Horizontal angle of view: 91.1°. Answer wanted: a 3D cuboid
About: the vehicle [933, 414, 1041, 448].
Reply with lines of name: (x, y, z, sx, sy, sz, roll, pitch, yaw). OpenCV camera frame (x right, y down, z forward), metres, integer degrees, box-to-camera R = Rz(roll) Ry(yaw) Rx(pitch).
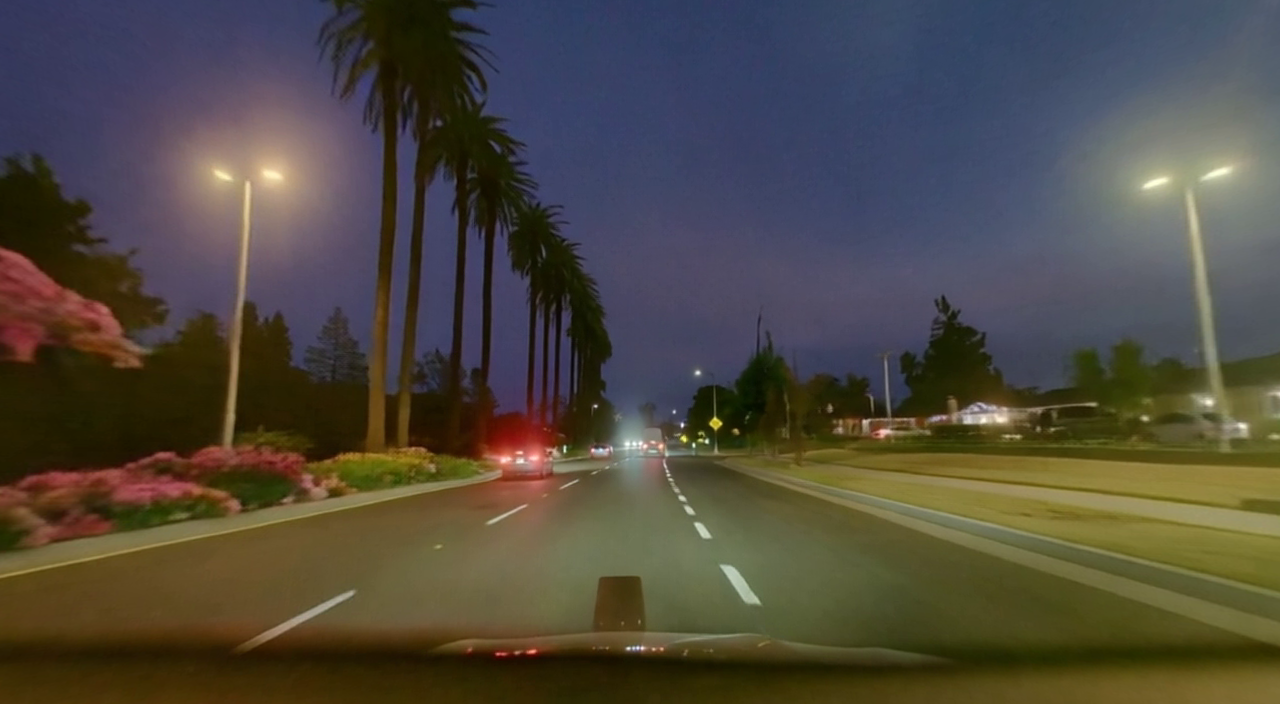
vehicle: (20.952, 4.817, 38.042, 5.294, 1.978, 2.201, 1, -9, -7)

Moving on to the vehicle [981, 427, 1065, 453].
vehicle: (21.335, 4.935, 35.042, 3.648, 1.427, 1.686, 1, -9, -6)

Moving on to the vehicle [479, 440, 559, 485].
vehicle: (-4.293, 3.994, 23.079, 2.036, 1.478, 4.508, 0, -9, 0)

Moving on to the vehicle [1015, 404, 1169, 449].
vehicle: (21.188, 3.546, 29.612, 5.458, 2.044, 2.299, 0, -9, -2)

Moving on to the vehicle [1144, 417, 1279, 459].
vehicle: (21.612, 3.185, 23.376, 4.168, 1.489, 1.768, 0, -7, 0)
